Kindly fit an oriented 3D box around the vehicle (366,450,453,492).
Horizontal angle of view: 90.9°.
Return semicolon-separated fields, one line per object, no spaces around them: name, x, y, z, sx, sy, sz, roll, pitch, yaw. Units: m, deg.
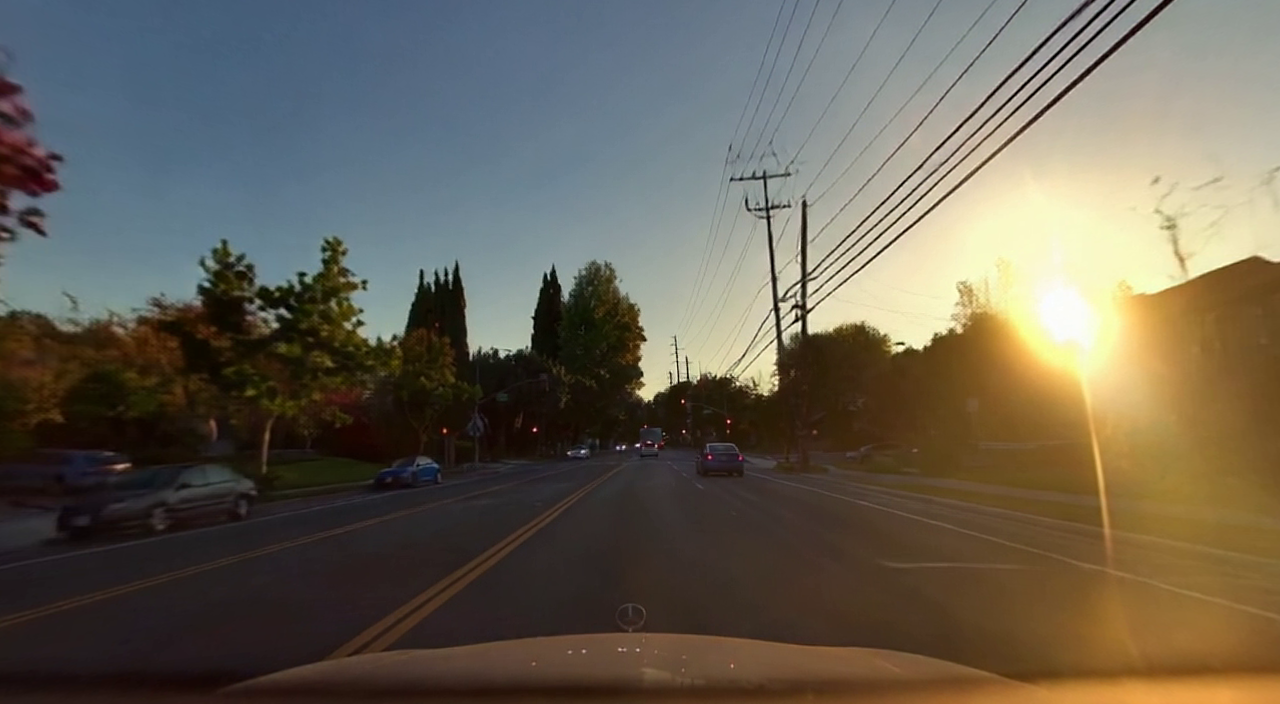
vehicle;-9.877;5.112;27.445;2.032;1.452;4.656;-2;-7;0

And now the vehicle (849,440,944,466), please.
vehicle;15.239;6.002;37.577;4.838;1.474;1.873;1;-8;-6

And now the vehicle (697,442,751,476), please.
vehicle;3.932;5.078;30.160;1.951;1.479;4.487;0;-8;0

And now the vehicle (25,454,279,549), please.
vehicle;-10.343;3.135;13.984;1.927;1.485;4.702;-2;-7;0
